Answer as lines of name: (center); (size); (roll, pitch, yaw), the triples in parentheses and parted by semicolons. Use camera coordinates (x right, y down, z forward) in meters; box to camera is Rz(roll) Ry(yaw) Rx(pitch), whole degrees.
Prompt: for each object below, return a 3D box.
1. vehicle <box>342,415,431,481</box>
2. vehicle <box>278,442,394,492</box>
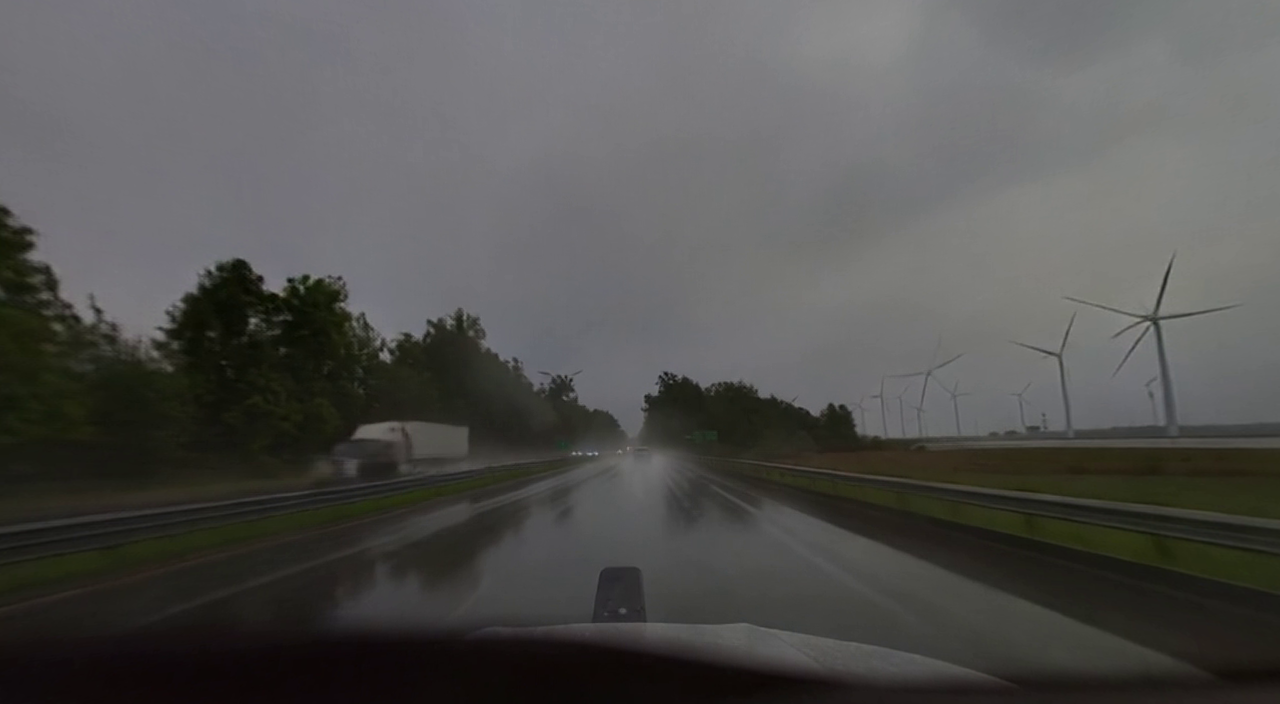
vehicle: (-16.179, 6.240, 40.817); (3.019, 3.860, 6.067); (-1, -9, 1)
vehicle: (-11.838, 4.507, 25.023); (2.074, 1.760, 4.985); (0, -9, 1)
